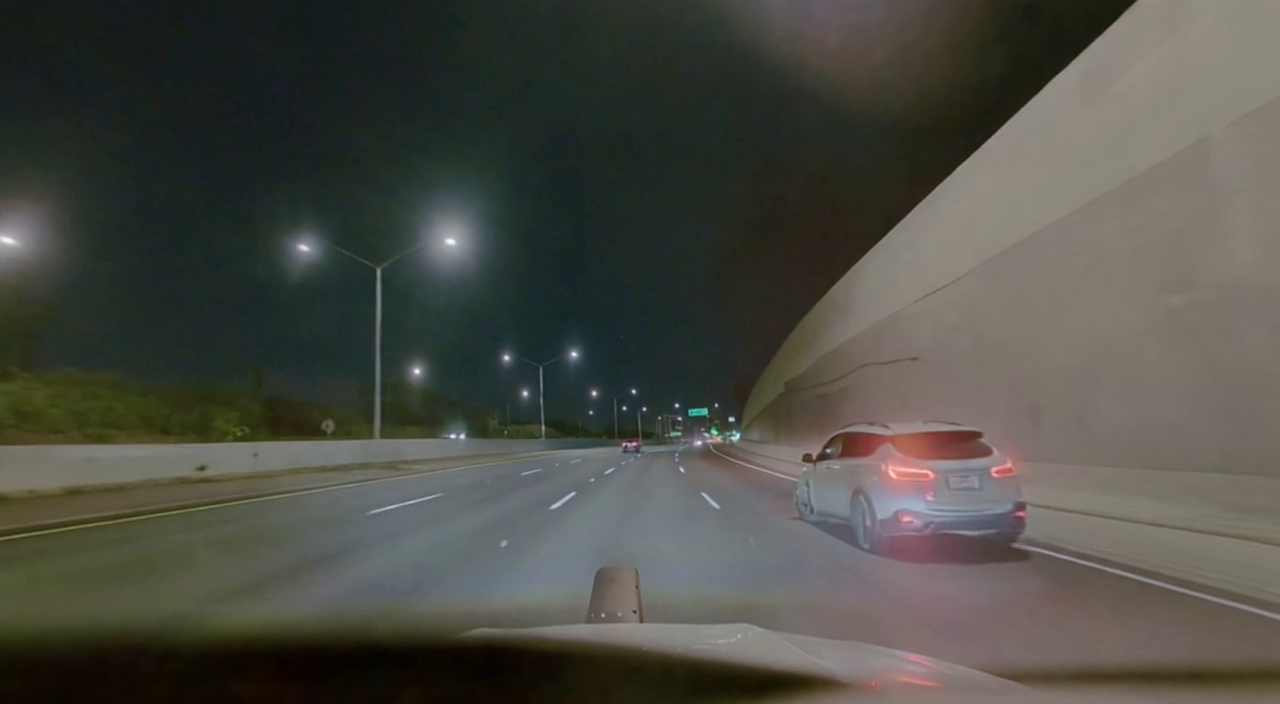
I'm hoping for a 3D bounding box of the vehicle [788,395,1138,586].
[{"bbox_3d":[3.451,1.566,7.919,2.090,1.715,4.228,0,-8,-1],"label":"vehicle"}]
